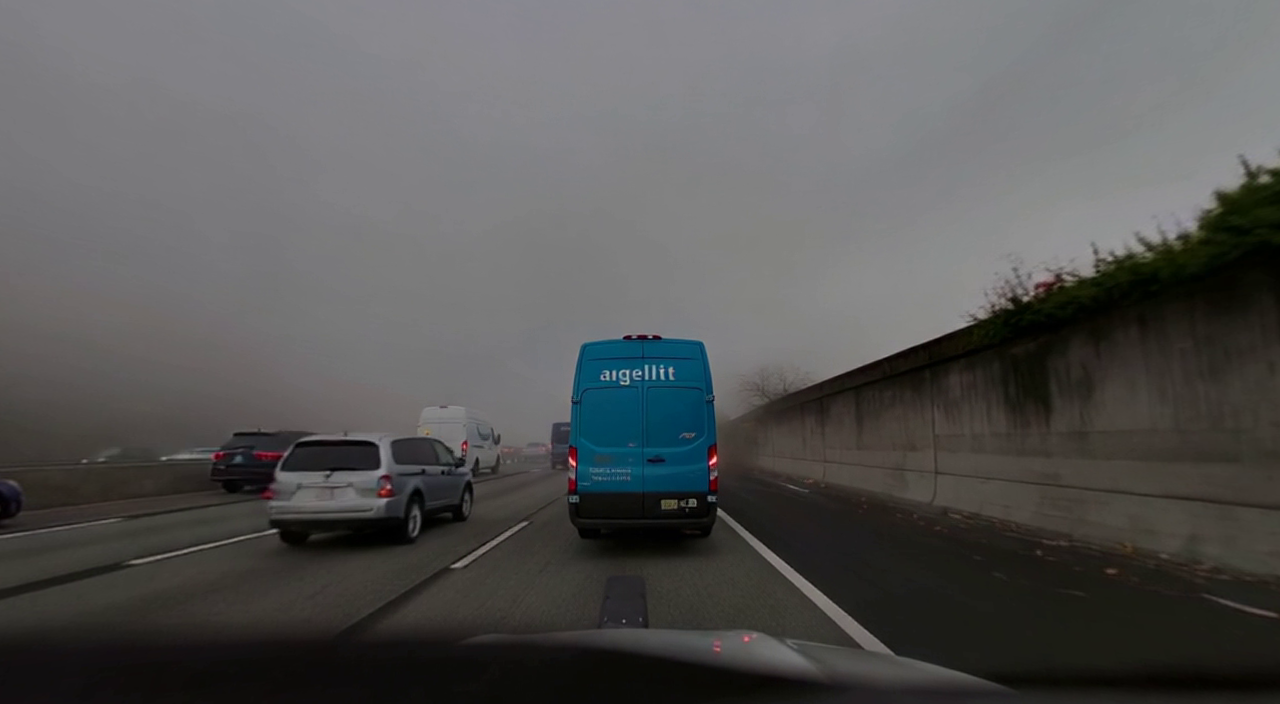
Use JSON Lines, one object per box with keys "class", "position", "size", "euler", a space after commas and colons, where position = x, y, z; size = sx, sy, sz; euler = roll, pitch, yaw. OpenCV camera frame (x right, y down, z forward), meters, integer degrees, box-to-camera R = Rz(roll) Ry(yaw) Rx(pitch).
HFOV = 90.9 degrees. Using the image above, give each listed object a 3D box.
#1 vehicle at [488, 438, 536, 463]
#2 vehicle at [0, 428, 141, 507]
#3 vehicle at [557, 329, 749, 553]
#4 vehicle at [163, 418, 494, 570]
{"class": "vehicle", "position": [-9.156, 7.070, 45.518], "size": [1.934, 1.567, 4.536], "euler": [-1, -7, 8]}
{"class": "vehicle", "position": [-14.362, 2.647, 14.709], "size": [1.812, 1.642, 4.323], "euler": [0, -8, 1]}
{"class": "vehicle", "position": [0.212, 1.535, 10.958], "size": [2.316, 2.738, 6.398], "euler": [0, -8, 1]}
{"class": "vehicle", "position": [-3.776, 1.819, 8.910], "size": [2.212, 1.551, 4.658], "euler": [0, -8, 1]}
